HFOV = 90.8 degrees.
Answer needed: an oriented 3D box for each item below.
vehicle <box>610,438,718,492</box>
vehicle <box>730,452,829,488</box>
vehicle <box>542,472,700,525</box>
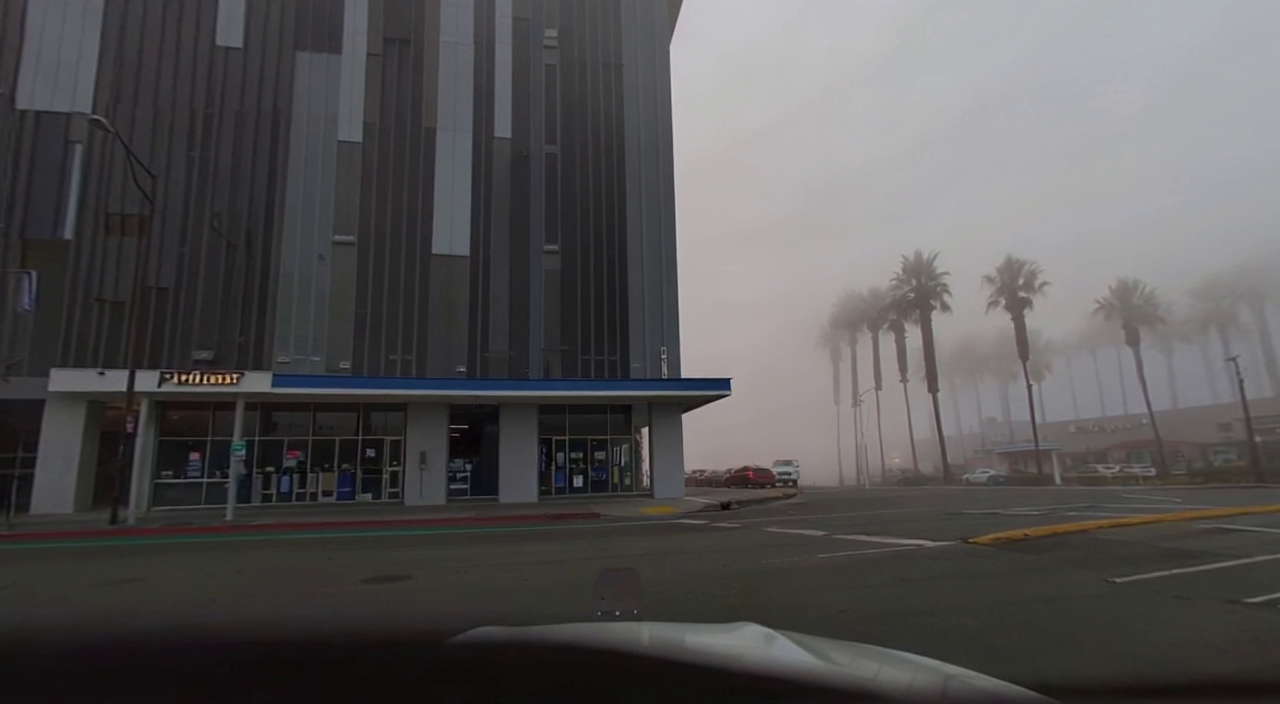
[{"bbox_3d":[1.357,6.414,35.860,5.524,2.504,2.196,8,-8,-22],"label":"vehicle"},{"bbox_3d":[10.296,8.649,46.399,7.026,2.329,2.545,5,-7,-25],"label":"vehicle"},{"bbox_3d":[-0.567,4.637,20.298,4.782,1.371,1.763,4,-10,-27],"label":"vehicle"}]
